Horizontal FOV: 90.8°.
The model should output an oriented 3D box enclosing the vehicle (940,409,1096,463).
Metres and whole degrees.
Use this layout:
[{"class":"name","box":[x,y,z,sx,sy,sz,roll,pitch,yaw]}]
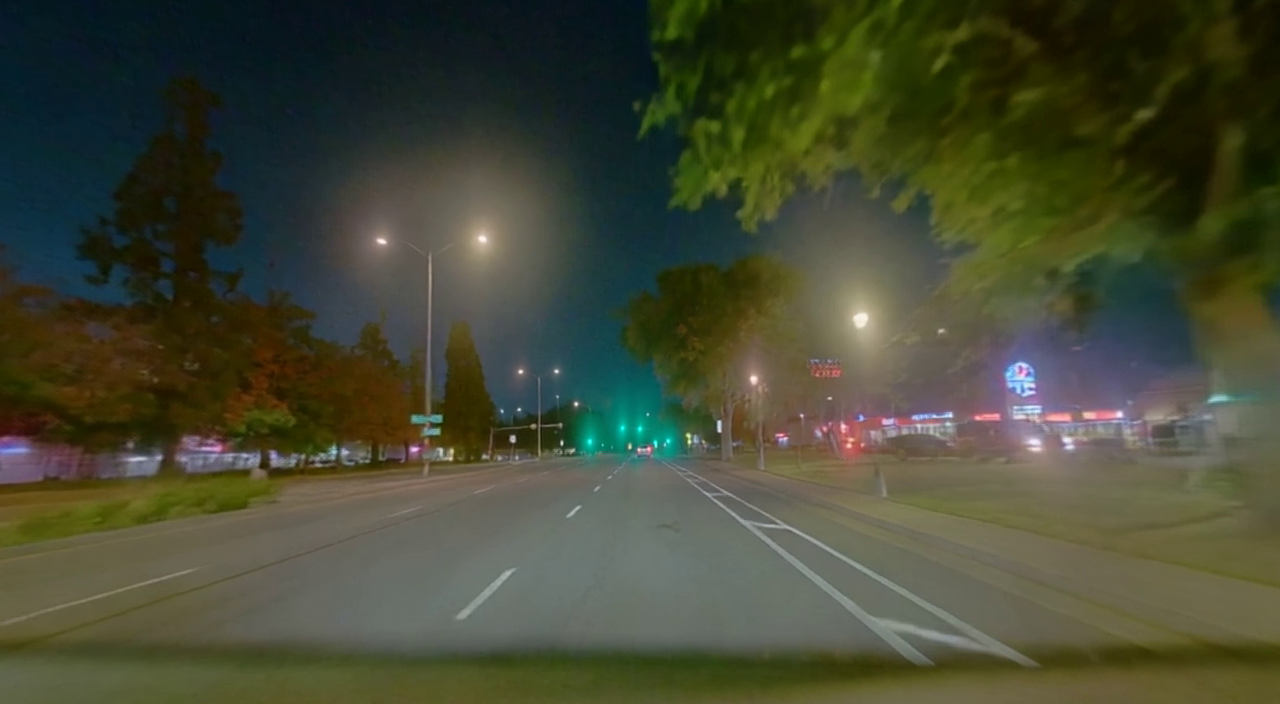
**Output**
[{"class":"vehicle","box":[13.988,3.140,23.580,4.514,1.929,1.991,0,-8,-4]}]
